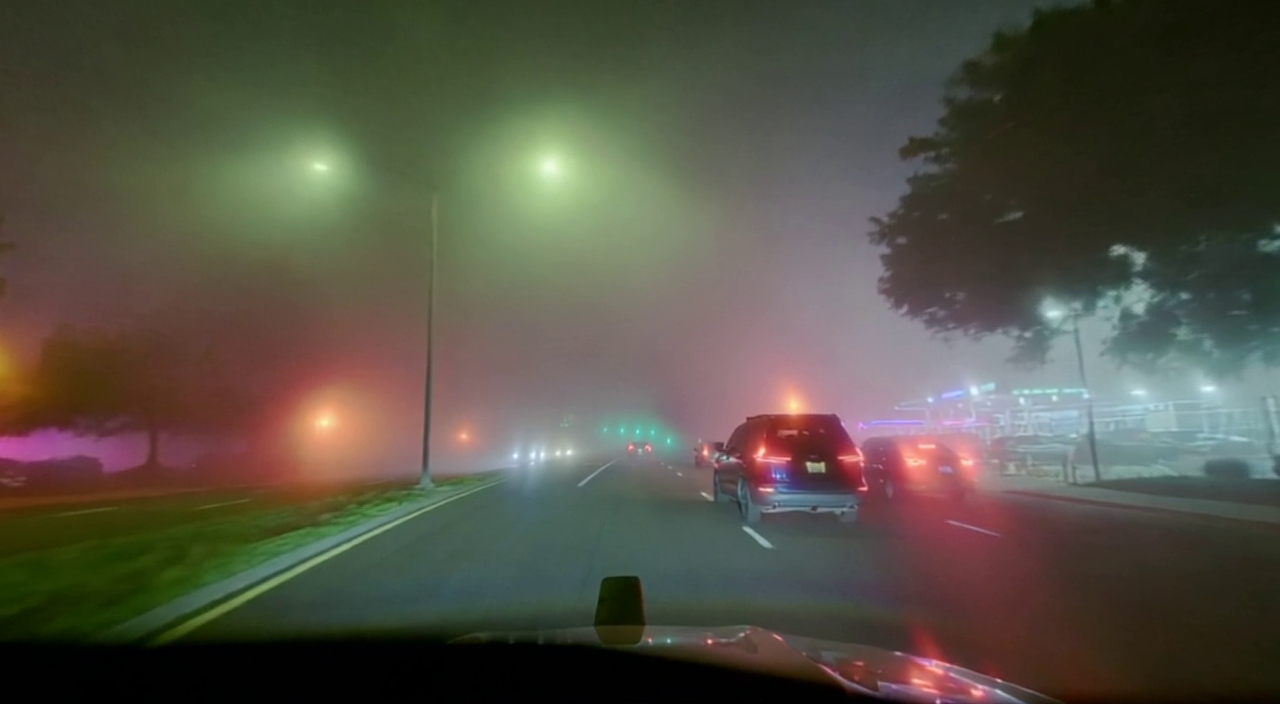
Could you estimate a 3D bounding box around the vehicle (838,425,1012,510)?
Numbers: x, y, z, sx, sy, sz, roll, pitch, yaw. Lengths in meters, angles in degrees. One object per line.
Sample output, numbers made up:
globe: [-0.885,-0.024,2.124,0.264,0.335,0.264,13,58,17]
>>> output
vehicle: [6.756,2.783,15.707,2.025,1.765,4.729,0,-8,-1]

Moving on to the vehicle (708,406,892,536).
vehicle: [2.670,2.145,11.977,2.038,1.917,4.900,0,-8,-2]

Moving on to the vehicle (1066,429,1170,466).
vehicle: [24.015,4.847,31.972,1.911,1.714,4.237,0,-9,0]

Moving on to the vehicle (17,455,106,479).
vehicle: [-40.719,8.078,44.491,4.479,1.563,1.966,-1,-9,5]

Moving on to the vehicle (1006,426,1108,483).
vehicle: [15.701,3.812,23.680,4.816,1.882,2.059,8,-12,-44]

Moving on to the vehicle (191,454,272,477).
vehicle: [-29.109,8.077,45.067,4.435,1.507,1.926,0,-8,1]

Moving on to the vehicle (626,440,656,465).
vehicle: [0.046,7.143,45.026,2.101,1.707,3.904,0,-8,-1]
